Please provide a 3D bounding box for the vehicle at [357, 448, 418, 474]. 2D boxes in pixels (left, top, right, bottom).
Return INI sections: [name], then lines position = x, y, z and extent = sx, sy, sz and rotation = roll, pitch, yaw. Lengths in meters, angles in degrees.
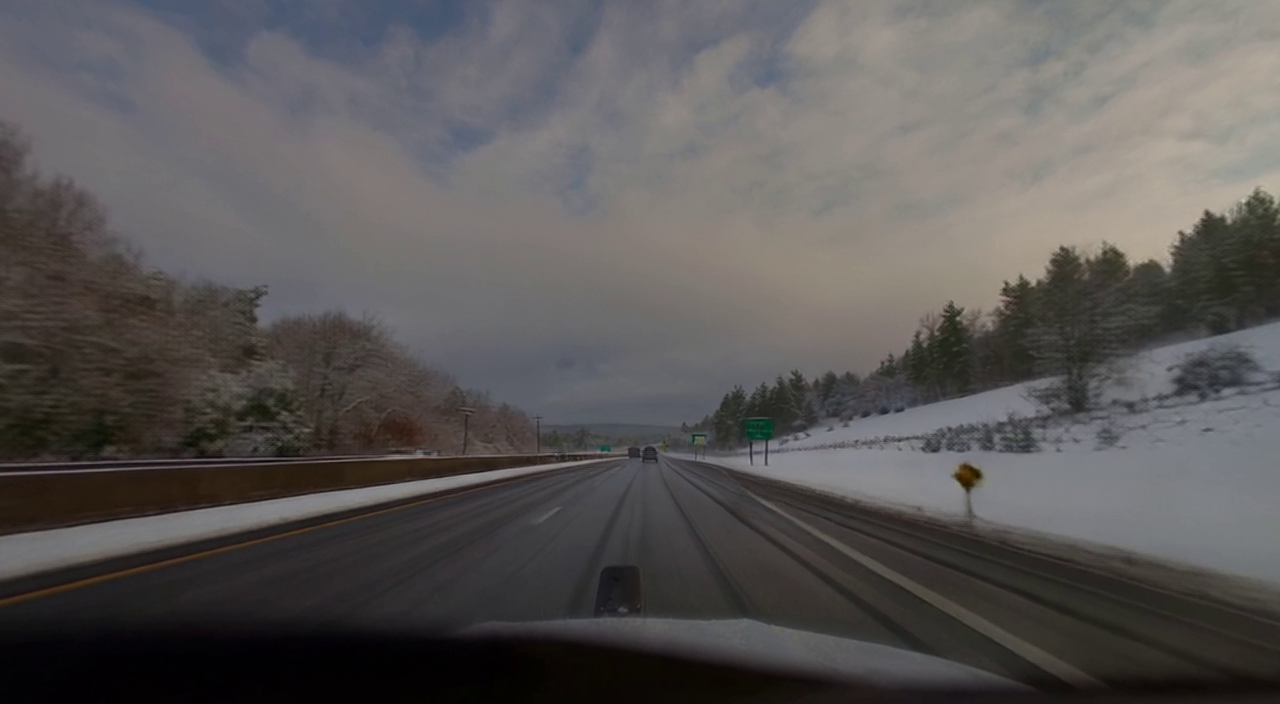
[vehicle]
position = -16.207, 6.991, 40.678
extent = 1.966, 1.592, 4.513
rotation = -1, -9, 2
